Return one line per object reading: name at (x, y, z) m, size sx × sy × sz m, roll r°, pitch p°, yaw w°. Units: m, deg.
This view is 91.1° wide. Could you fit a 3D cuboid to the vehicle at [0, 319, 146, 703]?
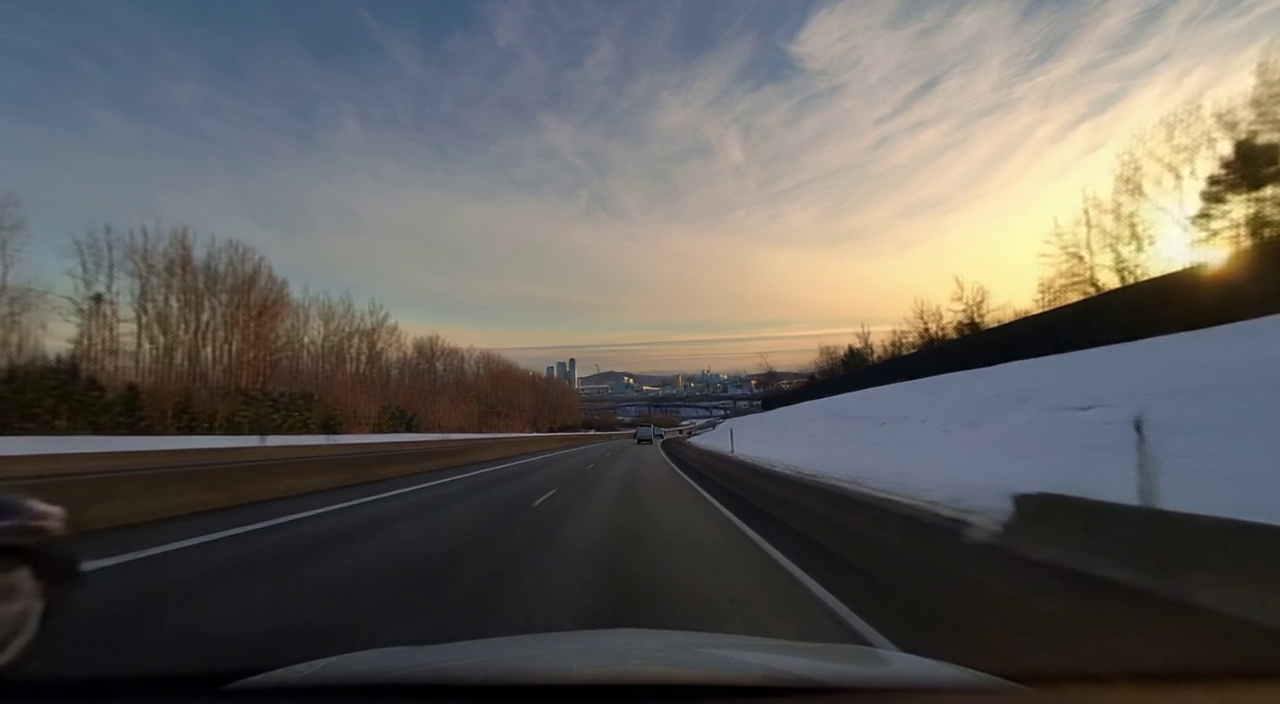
vehicle at (-3.596, 0.506, 1.070) m, size 2.018 × 1.678 × 4.312 m, roll 0°, pitch -8°, yaw -1°
